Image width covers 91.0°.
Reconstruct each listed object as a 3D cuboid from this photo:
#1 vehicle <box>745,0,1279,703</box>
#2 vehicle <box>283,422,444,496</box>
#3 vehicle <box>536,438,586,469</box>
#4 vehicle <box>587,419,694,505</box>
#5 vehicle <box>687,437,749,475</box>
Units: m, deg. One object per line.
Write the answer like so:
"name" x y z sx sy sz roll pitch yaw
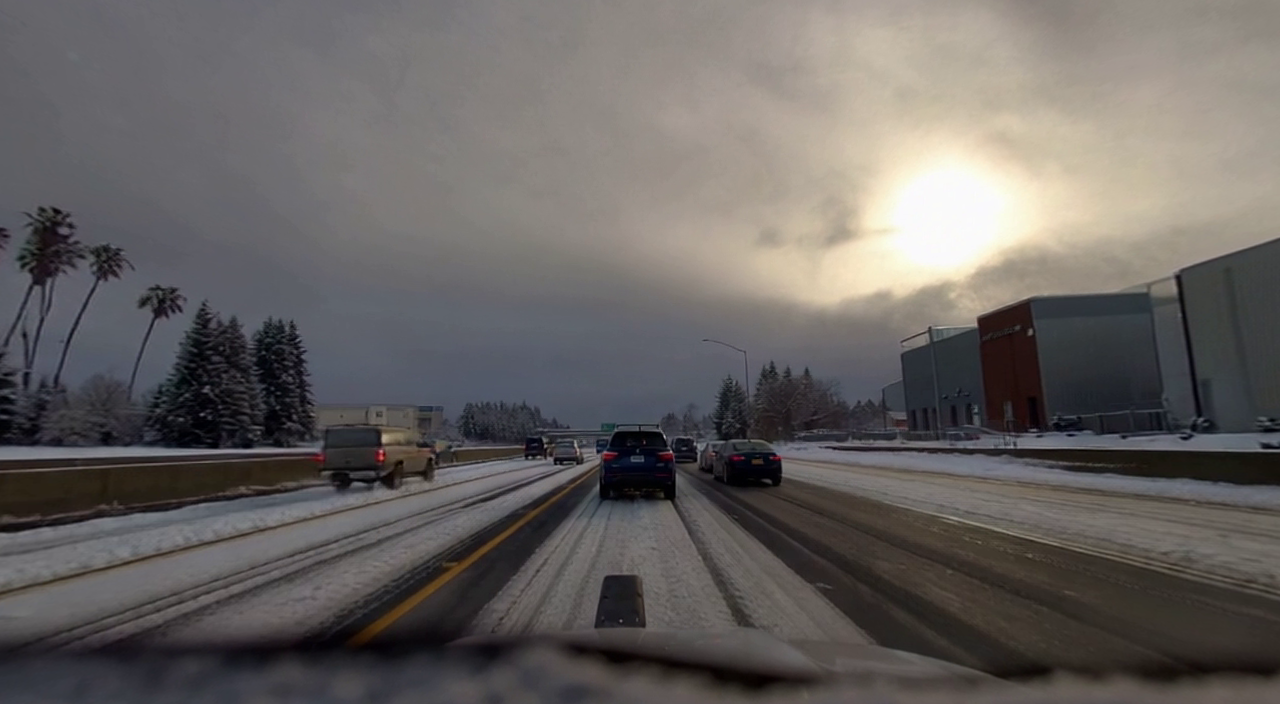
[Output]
"vehicle" 3.949 0.477 7.128 3.020 3.622 14.302 0 -9 0
"vehicle" -7.478 2.971 17.766 2.215 1.795 4.966 0 -9 1
"vehicle" -4.187 5.473 34.102 2.040 1.536 4.680 0 -9 1
"vehicle" 0.051 2.664 15.535 2.268 1.796 4.280 0 -9 1
"vehicle" 3.339 4.590 27.993 2.039 1.516 4.521 0 -9 -2
